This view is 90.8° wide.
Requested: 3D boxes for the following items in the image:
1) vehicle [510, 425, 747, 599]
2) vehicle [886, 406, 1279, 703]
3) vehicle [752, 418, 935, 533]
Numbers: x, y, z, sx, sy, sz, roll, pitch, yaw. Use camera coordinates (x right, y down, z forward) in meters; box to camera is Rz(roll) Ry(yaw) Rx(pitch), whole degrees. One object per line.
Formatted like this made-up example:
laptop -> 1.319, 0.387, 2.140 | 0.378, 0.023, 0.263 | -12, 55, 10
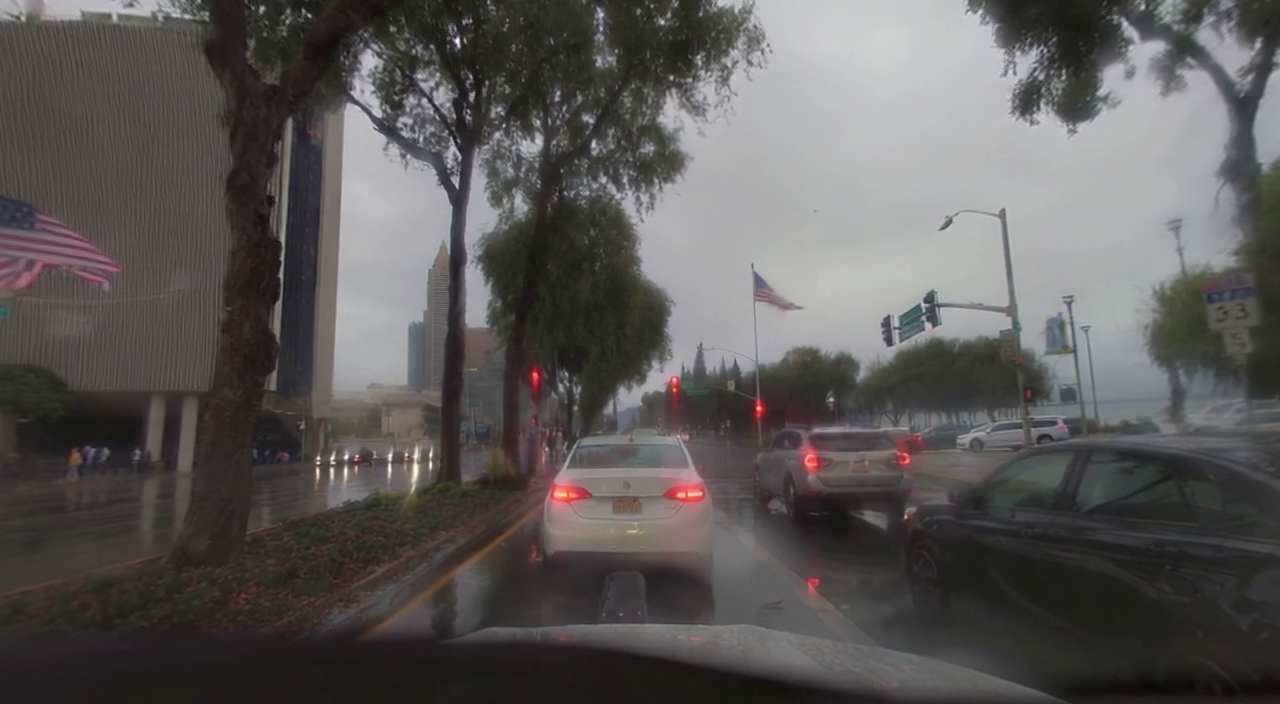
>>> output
vehicle -> -0.112, 1.699, 7.550 | 2.096, 1.521, 3.747 | 0, -8, 0
vehicle -> 3.379, 1.190, 4.073 | 1.833, 1.465, 4.258 | 0, -8, -1
vehicle -> 3.529, 2.227, 12.021 | 1.978, 1.738, 4.599 | 0, -8, 1
